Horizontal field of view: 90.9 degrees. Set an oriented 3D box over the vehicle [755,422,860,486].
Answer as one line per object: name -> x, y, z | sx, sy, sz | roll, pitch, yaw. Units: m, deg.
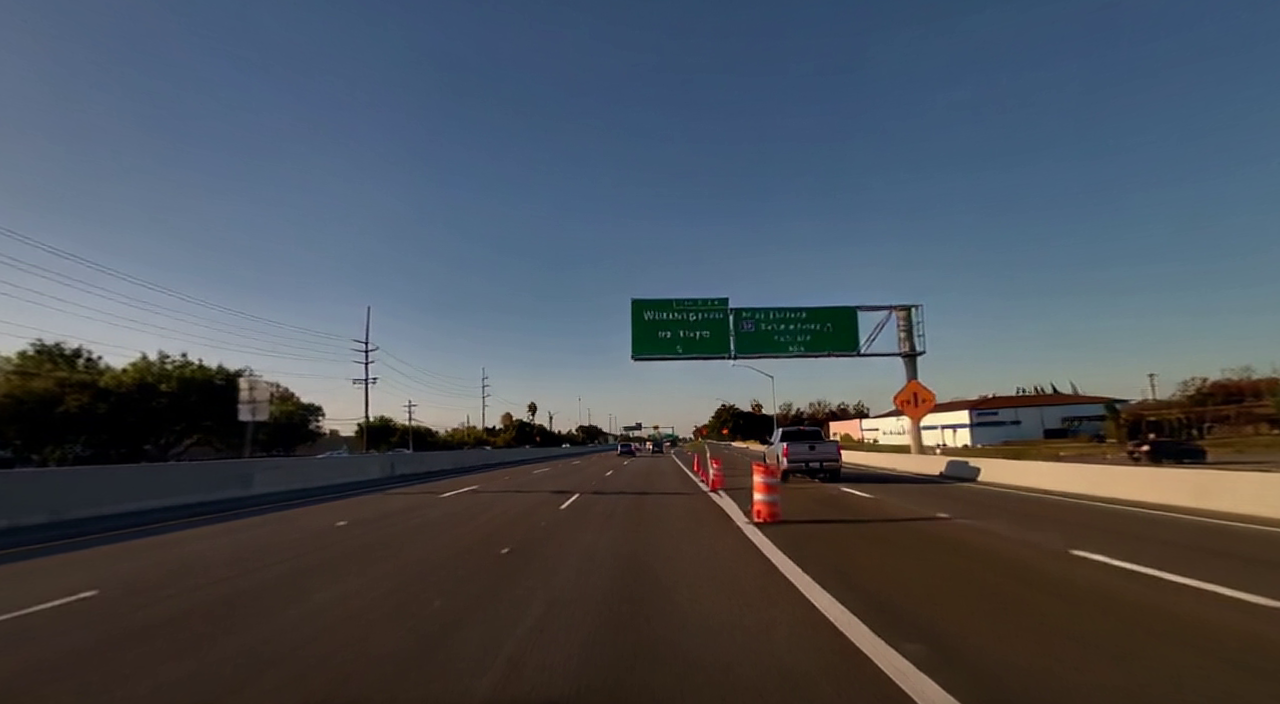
vehicle -> 5.362, 3.347, 20.992 | 2.186, 1.840, 5.289 | 0, -8, 2
